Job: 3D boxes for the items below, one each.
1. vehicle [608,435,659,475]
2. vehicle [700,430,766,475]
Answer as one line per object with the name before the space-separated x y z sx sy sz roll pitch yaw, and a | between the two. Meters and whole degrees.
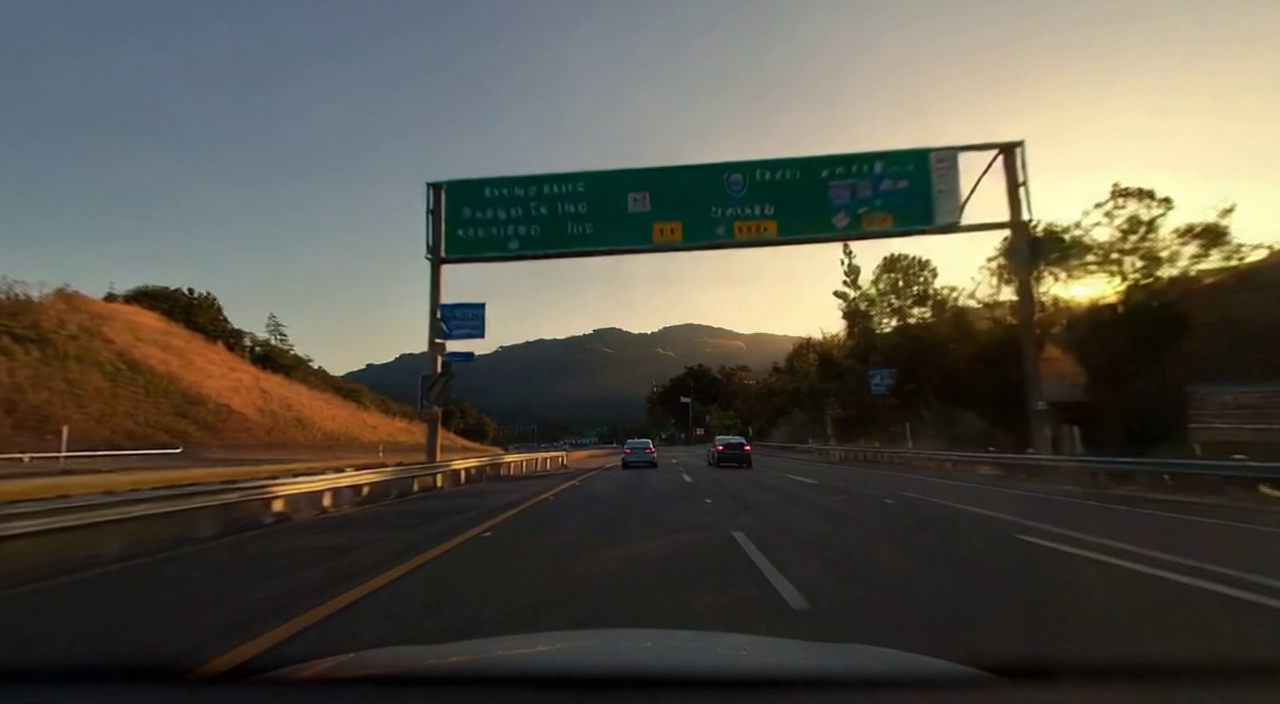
vehicle | -0.238 4.440 27.334 2.050 1.546 4.344 0 -8 0
vehicle | 3.776 4.184 26.309 2.063 1.698 4.355 0 -8 0
